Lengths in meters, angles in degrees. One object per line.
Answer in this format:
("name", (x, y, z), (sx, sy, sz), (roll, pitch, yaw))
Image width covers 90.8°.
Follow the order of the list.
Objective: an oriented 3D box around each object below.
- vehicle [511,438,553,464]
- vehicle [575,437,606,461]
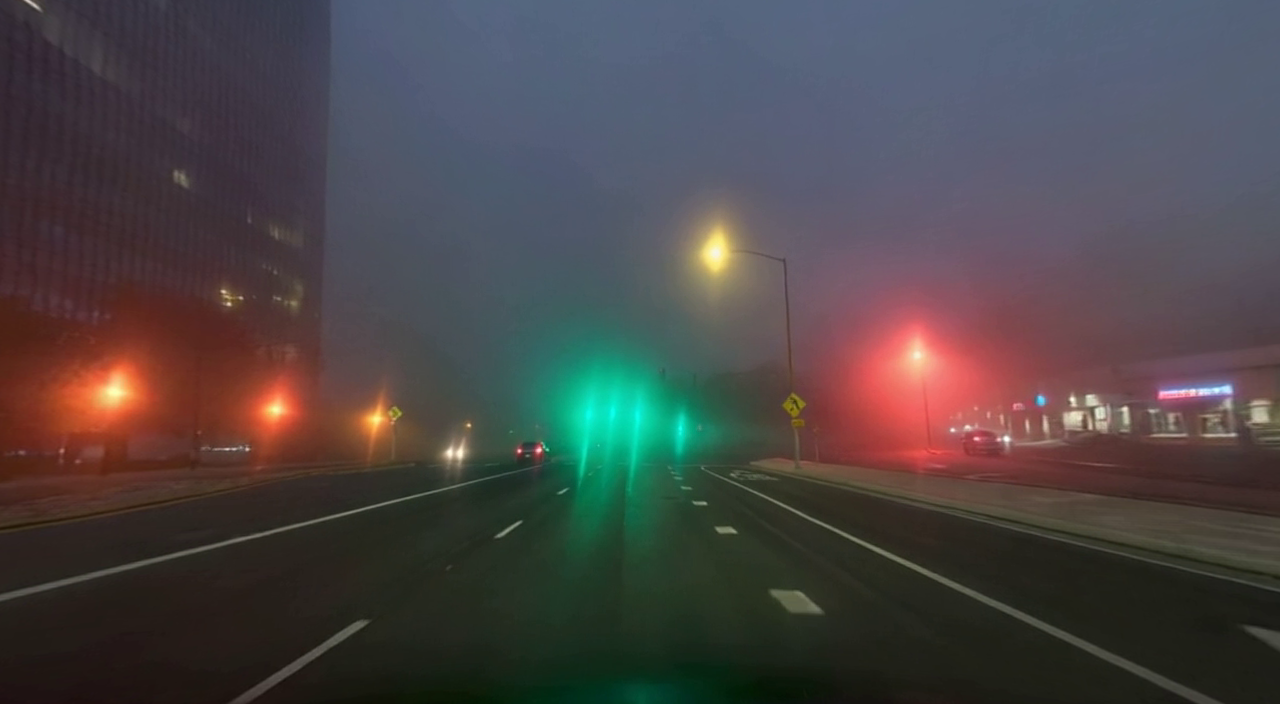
("vehicle", (-6.975, 6.444, 41.366), (1.909, 1.605, 4.561), (0, -8, 1))
("vehicle", (-3.789, 7.514, 49.030), (2.052, 1.729, 4.195), (0, -8, 0))
